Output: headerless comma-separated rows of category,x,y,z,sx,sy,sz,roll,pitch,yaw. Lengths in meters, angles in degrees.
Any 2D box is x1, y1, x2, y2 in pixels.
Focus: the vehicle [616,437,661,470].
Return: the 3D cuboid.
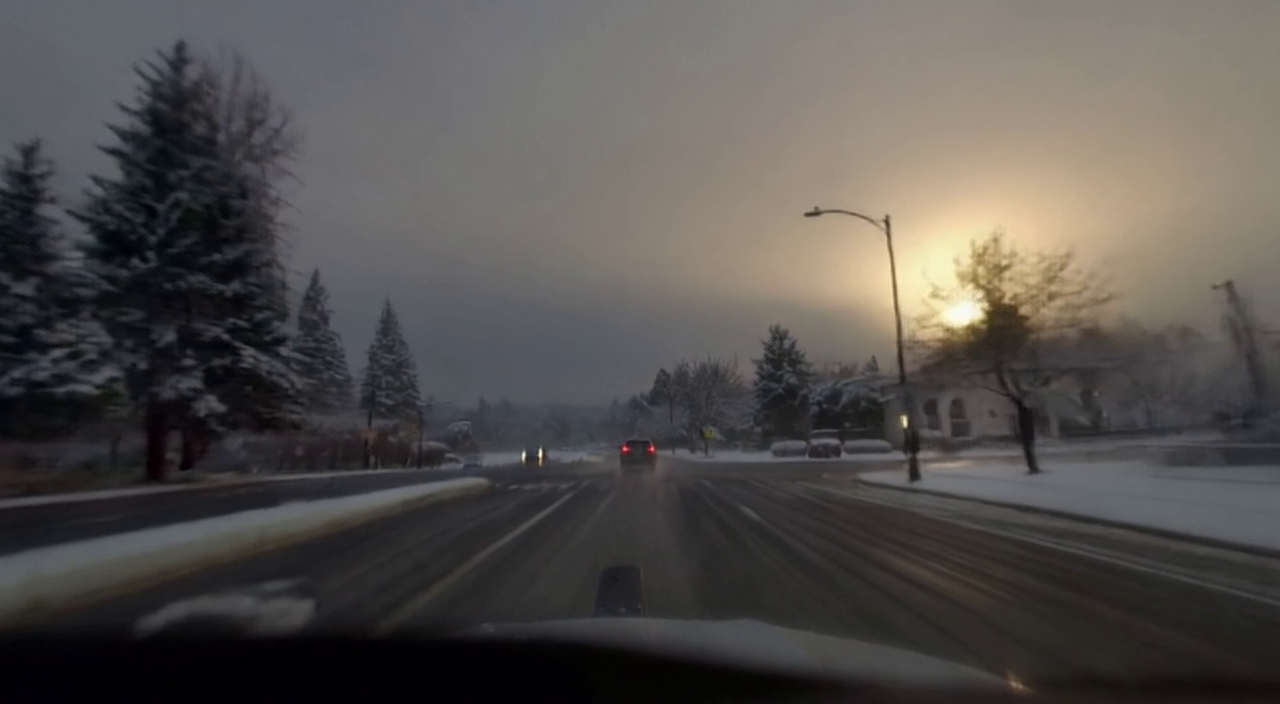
vehicle,-0.161,5.812,36.124,2.165,1.783,4.391,1,-9,-5
